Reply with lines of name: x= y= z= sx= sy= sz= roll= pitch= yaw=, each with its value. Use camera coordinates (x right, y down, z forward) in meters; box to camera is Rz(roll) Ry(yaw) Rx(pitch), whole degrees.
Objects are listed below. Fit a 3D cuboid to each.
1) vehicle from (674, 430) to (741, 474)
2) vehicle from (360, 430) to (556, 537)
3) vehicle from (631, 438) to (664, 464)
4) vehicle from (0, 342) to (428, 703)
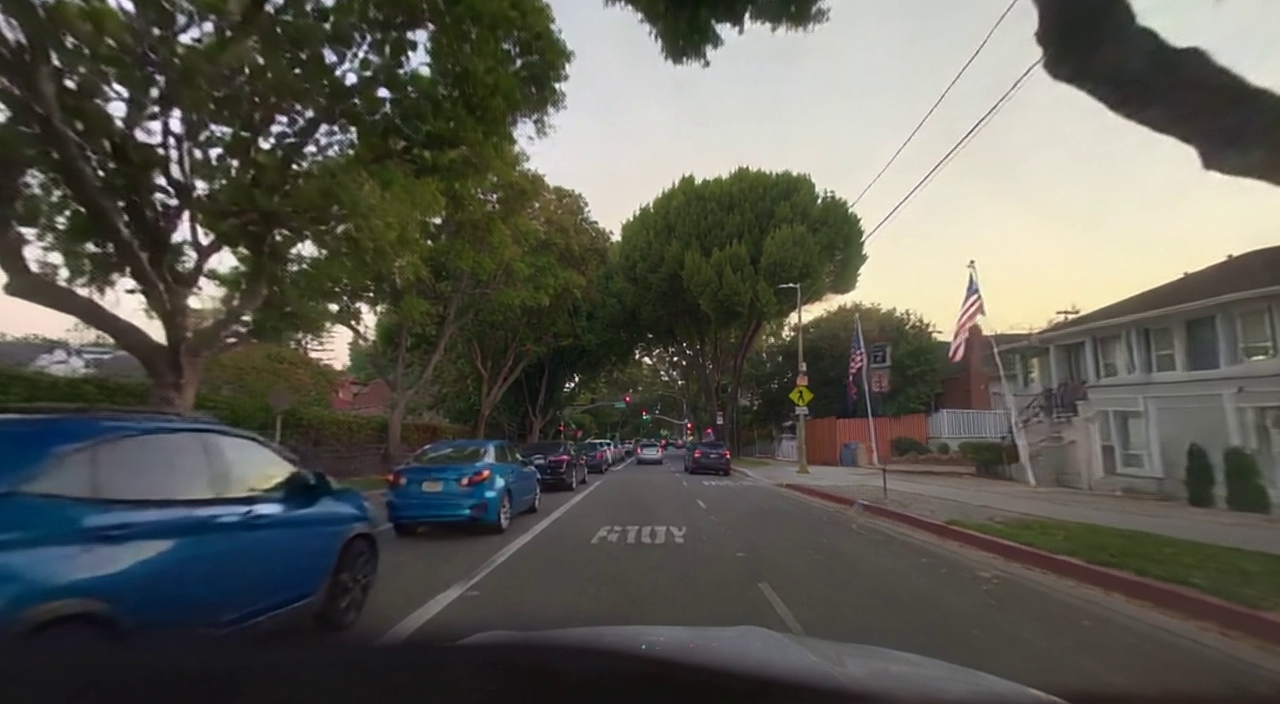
vehicle: x=2.728 y=4.236 z=26.794 sx=2.258 sy=1.682 sz=4.635 roll=0 pitch=-9 yaw=-1
vehicle: x=-2.841 y=2.169 z=11.051 sx=1.970 sy=1.477 sz=4.380 roll=-1 pitch=-9 yaw=2
vehicle: x=0.459 y=6.001 z=38.400 sx=1.927 sy=1.453 sz=3.848 roll=0 pitch=-9 yaw=1
vehicle: x=-3.049 y=1.027 z=3.615 sx=1.971 sy=1.639 sz=4.487 roll=-1 pitch=-9 yaw=2
